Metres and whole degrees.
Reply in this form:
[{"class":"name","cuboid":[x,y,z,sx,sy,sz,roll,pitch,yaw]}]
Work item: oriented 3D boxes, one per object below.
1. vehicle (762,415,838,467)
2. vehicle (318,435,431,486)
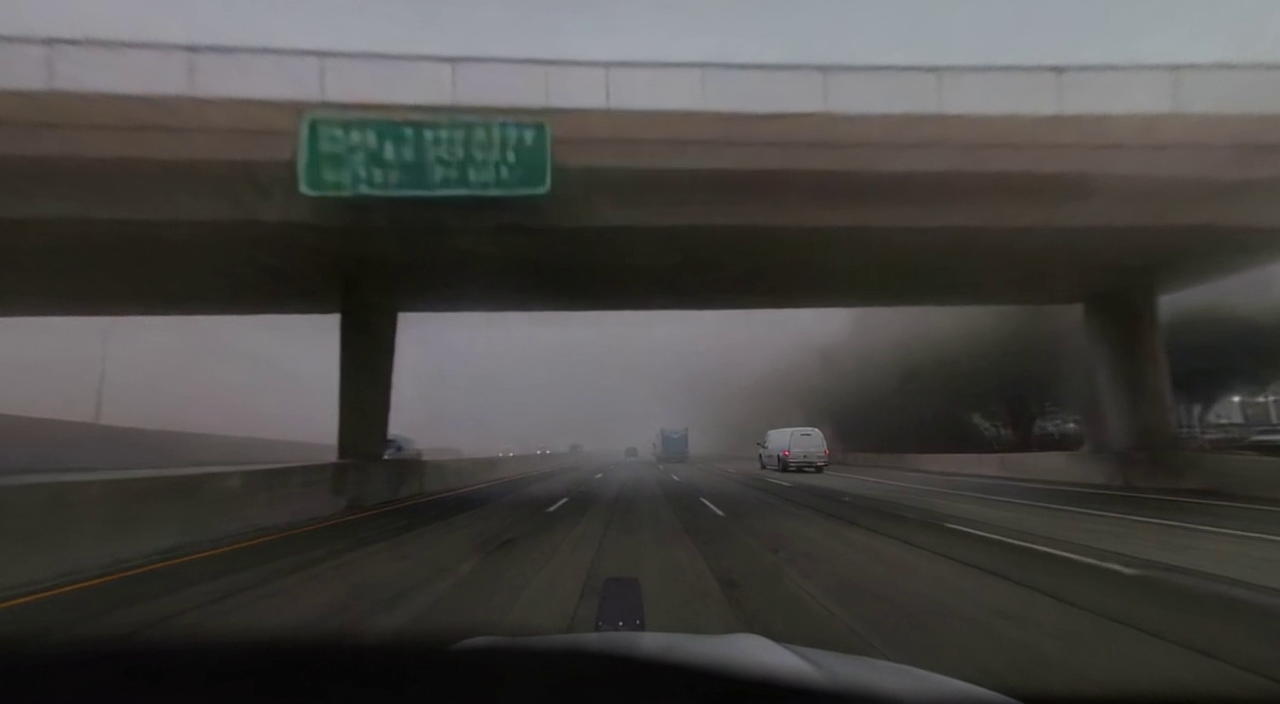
[{"class":"vehicle","cuboid":[11.235,6.469,45.528,2.912,3.293,9.588,0,-9,-1]},{"class":"vehicle","cuboid":[-10.161,4.203,24.698,2.253,1.764,4.794,0,-9,1]}]
